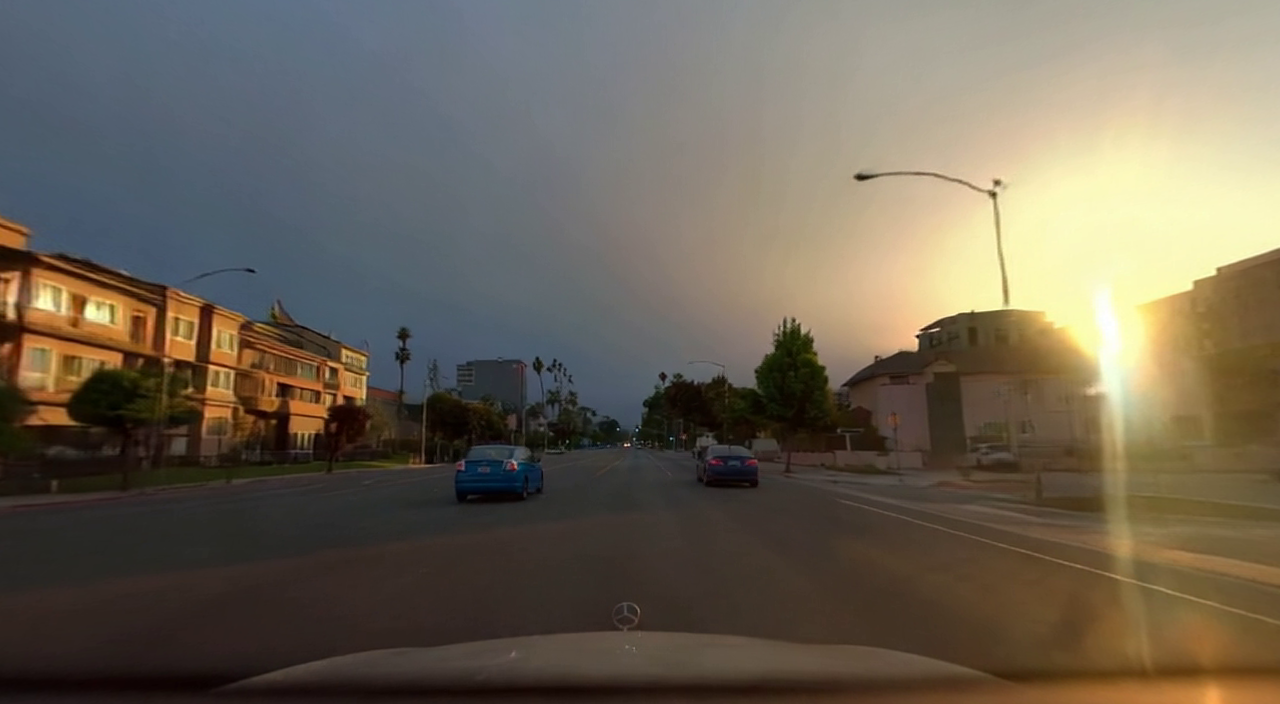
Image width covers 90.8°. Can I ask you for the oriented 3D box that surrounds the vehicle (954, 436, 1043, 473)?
[{"bbox_3d":[19.441,5.589,34.587,1.961,1.861,4.757,0,-9,-1],"label":"vehicle"}]

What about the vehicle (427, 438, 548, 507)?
[{"bbox_3d":[-3.726,3.009,16.218,2.062,1.527,4.044,0,-8,0],"label":"vehicle"}]

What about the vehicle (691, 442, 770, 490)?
[{"bbox_3d":[2.974,3.853,21.736,1.978,1.471,4.426,0,-9,-1],"label":"vehicle"}]
